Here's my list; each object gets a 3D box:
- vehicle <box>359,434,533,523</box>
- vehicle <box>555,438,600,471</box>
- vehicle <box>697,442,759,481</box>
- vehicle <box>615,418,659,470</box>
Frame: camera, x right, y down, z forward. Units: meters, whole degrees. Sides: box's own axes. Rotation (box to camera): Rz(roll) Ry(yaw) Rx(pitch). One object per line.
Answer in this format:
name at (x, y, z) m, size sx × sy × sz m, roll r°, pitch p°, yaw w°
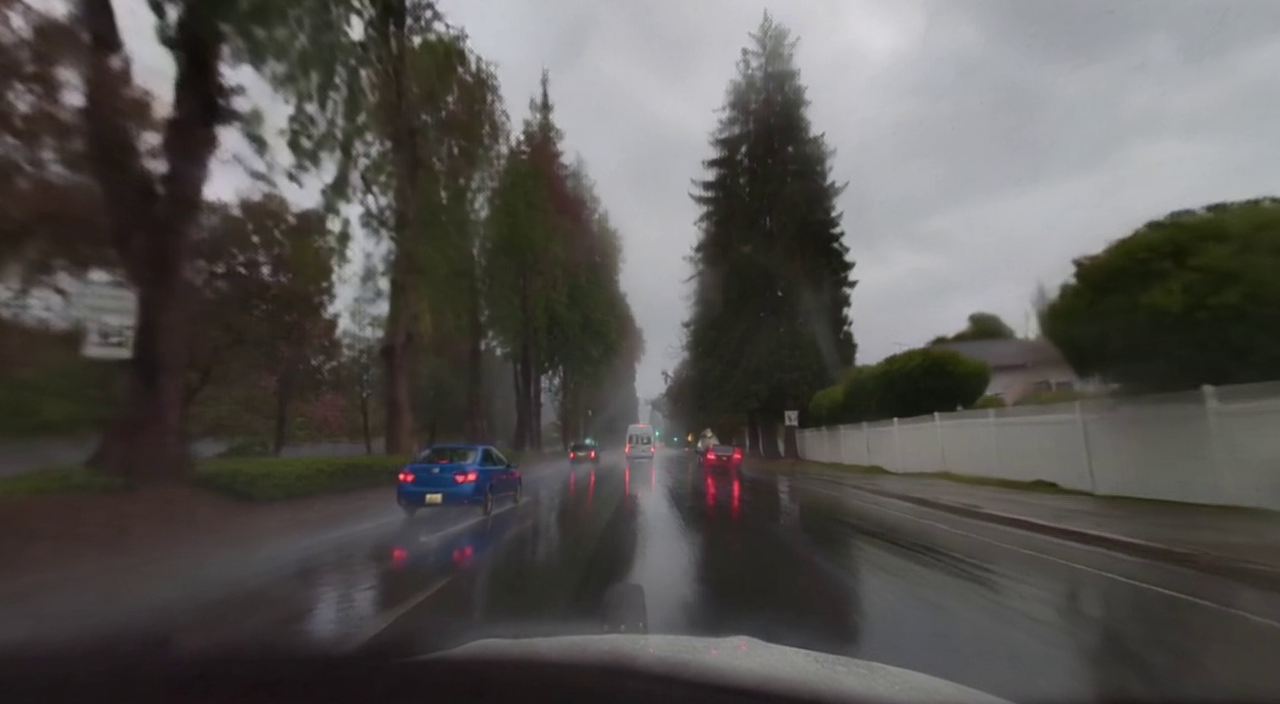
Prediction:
vehicle at (-3.682, 2.486, 12.997) m, size 2.036 × 1.474 × 4.647 m, roll 0°, pitch -8°, yaw 1°
vehicle at (-3.468, 5.784, 35.590) m, size 2.021 × 1.715 × 4.329 m, roll 0°, pitch -8°, yaw 1°
vehicle at (3.576, 4.514, 26.298) m, size 1.945 × 1.469 × 4.258 m, roll 0°, pitch -8°, yaw 0°
vehicle at (-0.153, 5.290, 36.010) m, size 2.311 × 2.726 × 5.814 m, roll 0°, pitch -8°, yaw 0°
